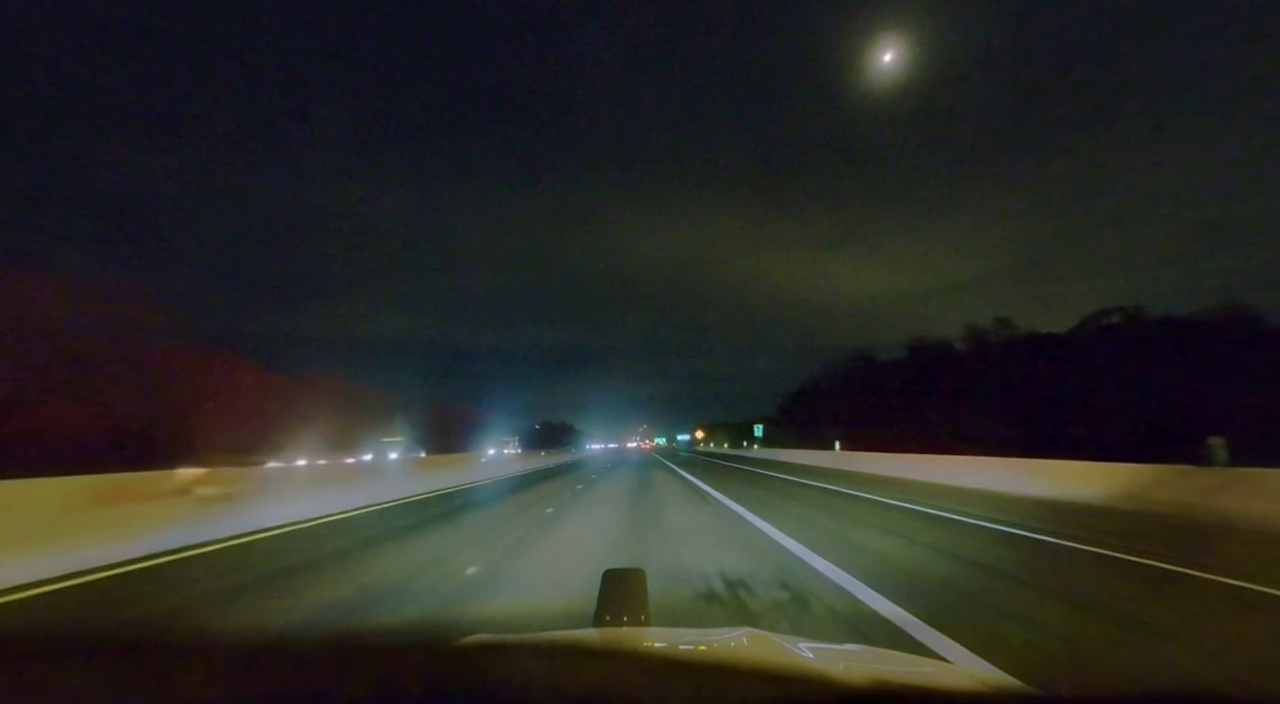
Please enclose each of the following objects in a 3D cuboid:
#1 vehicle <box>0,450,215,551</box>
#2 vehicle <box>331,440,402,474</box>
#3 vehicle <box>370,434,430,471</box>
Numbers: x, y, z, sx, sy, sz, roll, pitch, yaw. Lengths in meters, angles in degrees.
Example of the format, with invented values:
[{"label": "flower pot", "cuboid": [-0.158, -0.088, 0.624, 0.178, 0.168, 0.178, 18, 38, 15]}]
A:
[{"label": "vehicle", "cuboid": [-10.477, 2.631, 11.888, 1.934, 1.497, 4.181, 0, -8, 0]}, {"label": "vehicle", "cuboid": [-18.739, 7.164, 43.378, 2.403, 2.187, 5.419, 0, -8, 0]}, {"label": "vehicle", "cuboid": [-18.823, 7.876, 49.672, 2.424, 2.756, 5.523, 0, -8, 1]}]
